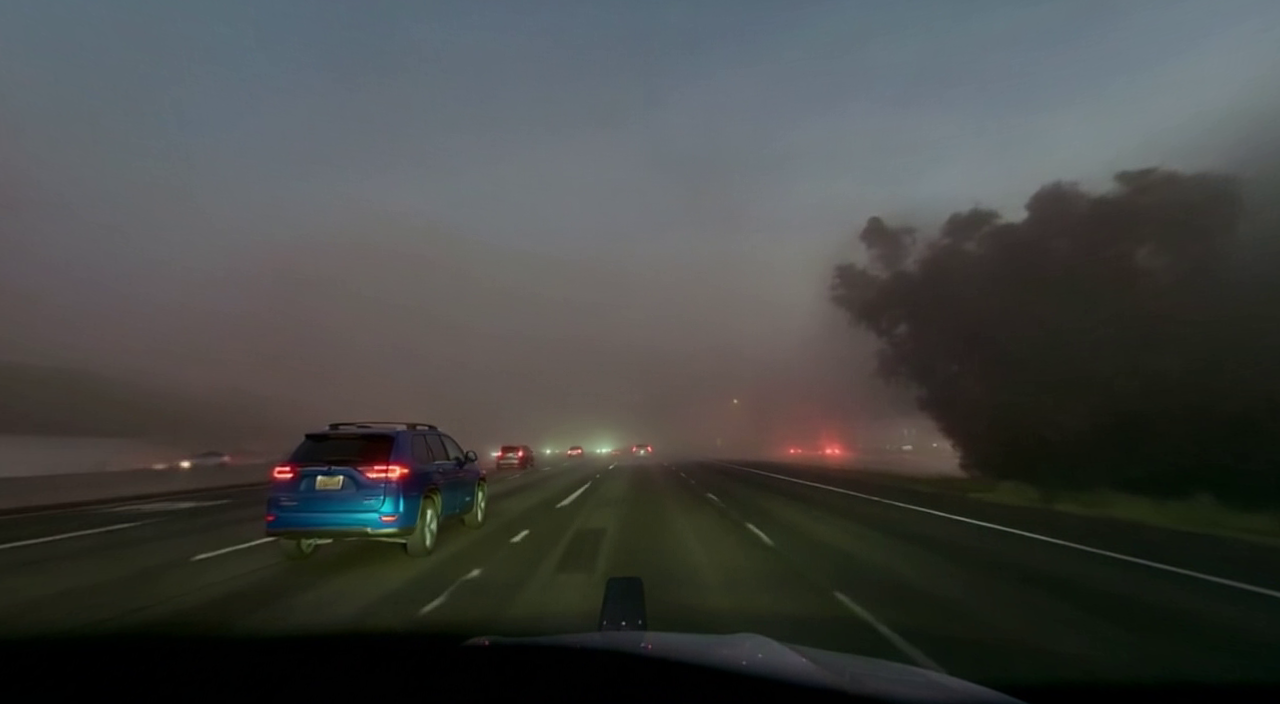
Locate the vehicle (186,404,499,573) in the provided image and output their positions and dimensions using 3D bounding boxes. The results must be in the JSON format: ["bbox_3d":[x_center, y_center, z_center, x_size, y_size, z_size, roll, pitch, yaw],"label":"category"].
[{"bbox_3d":[-3.653,1.772,8.949,2.214,1.759,4.435,-1,-8,1],"label":"vehicle"}]

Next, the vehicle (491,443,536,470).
[{"bbox_3d":[-7.744,6.425,38.991,1.871,1.542,4.371,0,-8,0],"label":"vehicle"}]
